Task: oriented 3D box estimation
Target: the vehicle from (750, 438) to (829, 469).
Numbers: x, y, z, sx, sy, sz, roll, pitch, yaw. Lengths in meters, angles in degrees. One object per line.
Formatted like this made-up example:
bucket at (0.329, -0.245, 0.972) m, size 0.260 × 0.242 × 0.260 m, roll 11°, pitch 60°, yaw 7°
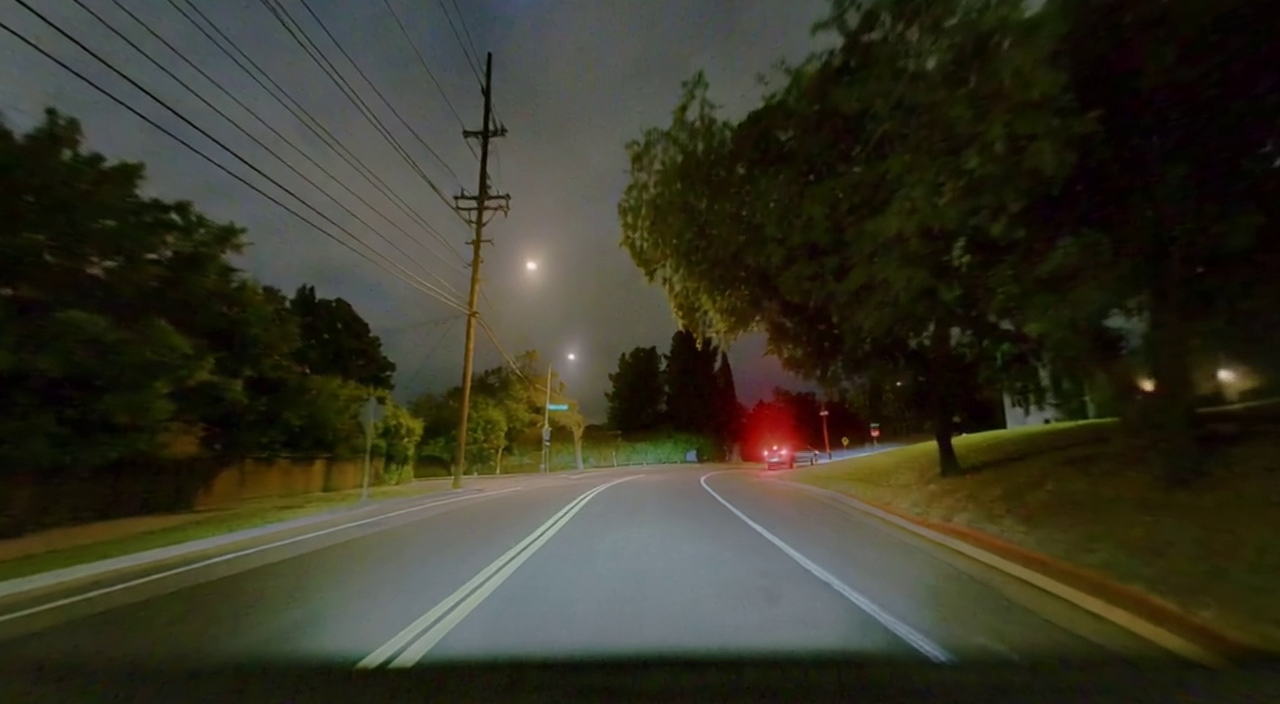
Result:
vehicle at (9.098, 6.139, 38.286) m, size 4.810 × 1.732 × 2.176 m, roll 7°, pitch -11°, yaw -39°
